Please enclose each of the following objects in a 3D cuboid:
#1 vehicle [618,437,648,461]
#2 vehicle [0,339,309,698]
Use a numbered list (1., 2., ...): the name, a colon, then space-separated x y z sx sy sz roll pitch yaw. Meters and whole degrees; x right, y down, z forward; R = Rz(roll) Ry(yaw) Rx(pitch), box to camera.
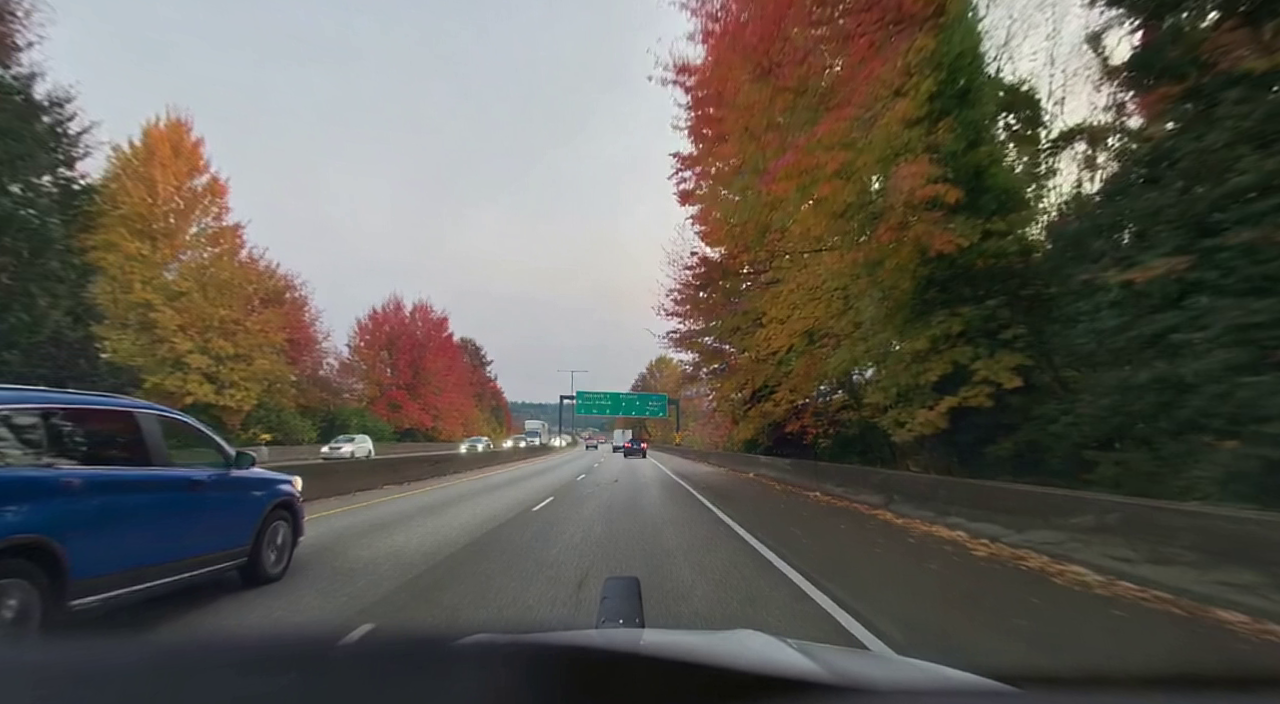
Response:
1. vehicle: -0.488 6.429 41.746 1.939 1.497 3.863 0 -8 -1
2. vehicle: -4.055 0.892 3.647 1.924 1.720 4.195 0 -8 1
